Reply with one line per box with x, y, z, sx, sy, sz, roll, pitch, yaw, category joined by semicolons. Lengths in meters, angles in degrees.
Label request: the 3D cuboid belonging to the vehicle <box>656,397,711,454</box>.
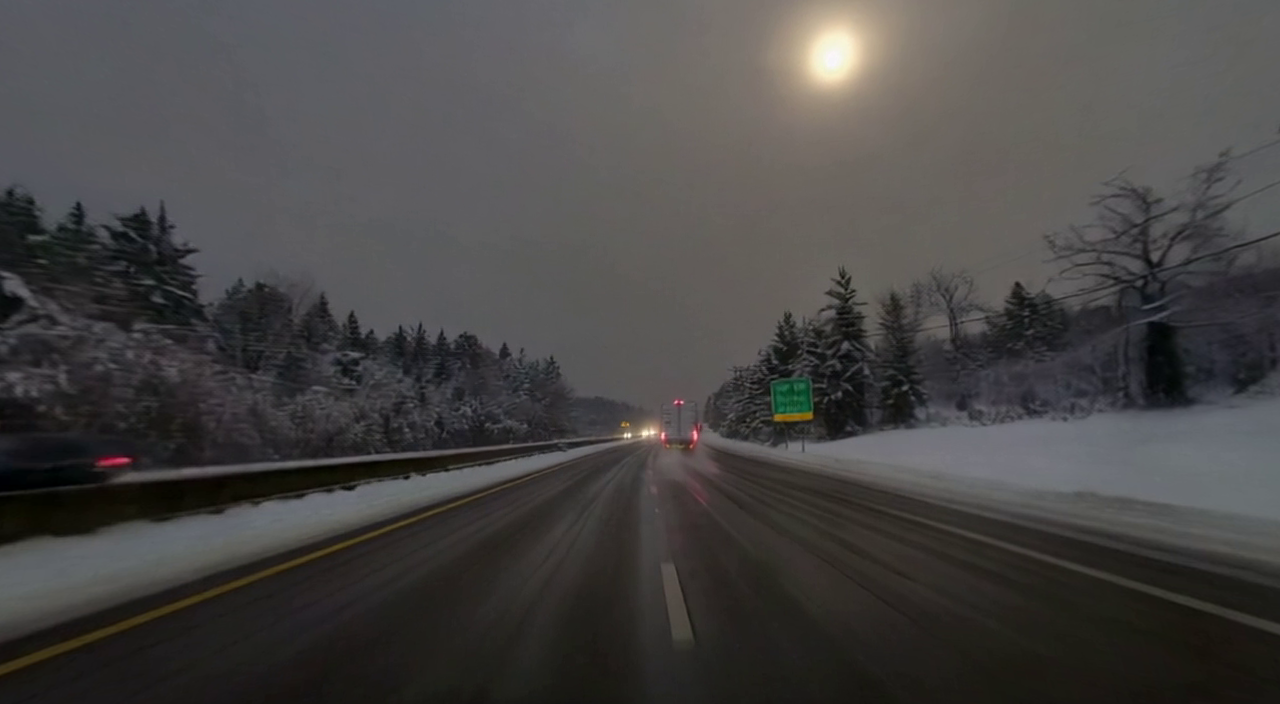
2.926;5.357;45.265;3.200;3.651;8.416;0;-8;-1;vehicle

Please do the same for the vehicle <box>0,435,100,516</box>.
-14.251;2.552;13.072;2.112;1.654;4.481;0;-8;0;vehicle
